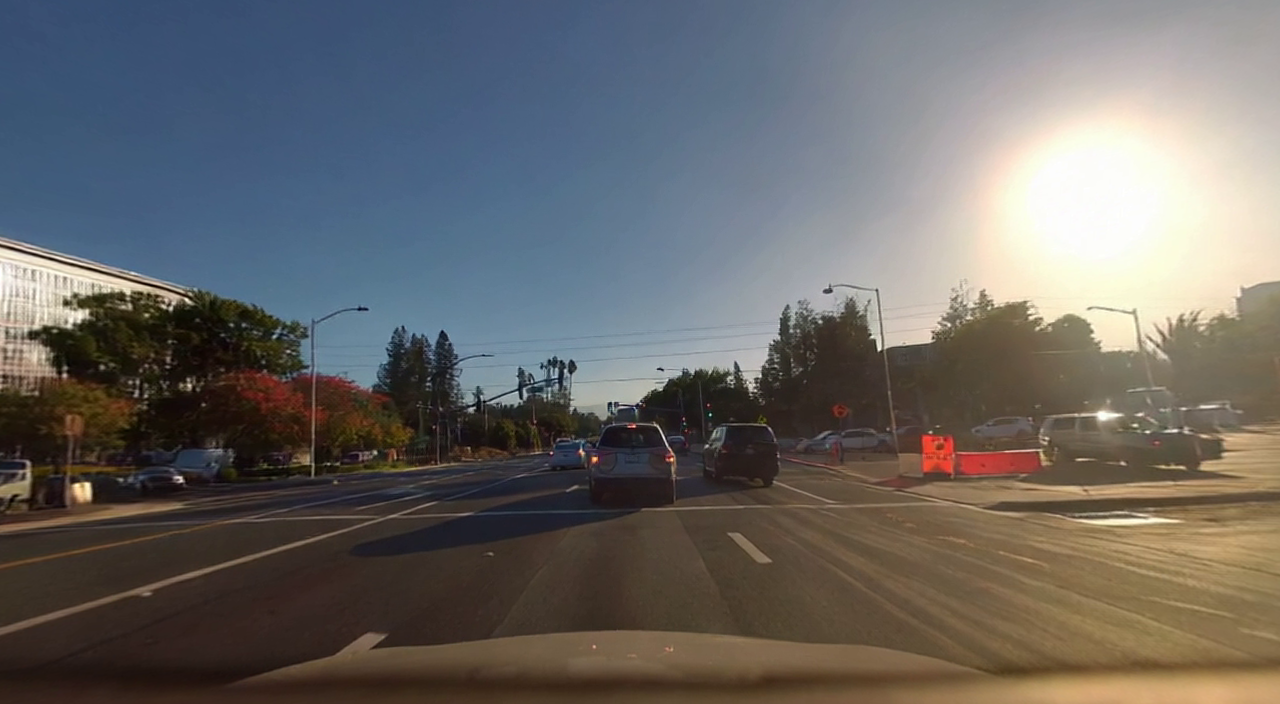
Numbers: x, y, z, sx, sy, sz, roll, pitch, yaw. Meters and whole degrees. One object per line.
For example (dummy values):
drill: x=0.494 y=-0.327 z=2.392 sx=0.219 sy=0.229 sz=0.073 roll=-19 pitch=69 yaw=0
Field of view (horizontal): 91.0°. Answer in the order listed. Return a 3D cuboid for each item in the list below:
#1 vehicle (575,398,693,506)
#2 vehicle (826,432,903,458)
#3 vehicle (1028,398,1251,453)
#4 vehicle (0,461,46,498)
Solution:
vehicle: x=-0.264 y=2.422 z=15.514 sx=2.350 sy=2.122 sz=5.801 roll=0 pitch=-8 yaw=-3
vehicle: x=13.573 y=5.596 z=37.990 sx=4.267 sy=1.503 sz=2.145 roll=5 pitch=-10 yaw=-32
vehicle: x=14.821 y=2.303 z=19.106 sx=4.986 sy=1.467 sz=2.025 roll=-6 pitch=-10 yaw=34
vehicle: x=-33.415 y=6.732 z=33.469 sx=4.692 sy=1.720 sz=1.941 roll=-7 pitch=-11 yaw=40
